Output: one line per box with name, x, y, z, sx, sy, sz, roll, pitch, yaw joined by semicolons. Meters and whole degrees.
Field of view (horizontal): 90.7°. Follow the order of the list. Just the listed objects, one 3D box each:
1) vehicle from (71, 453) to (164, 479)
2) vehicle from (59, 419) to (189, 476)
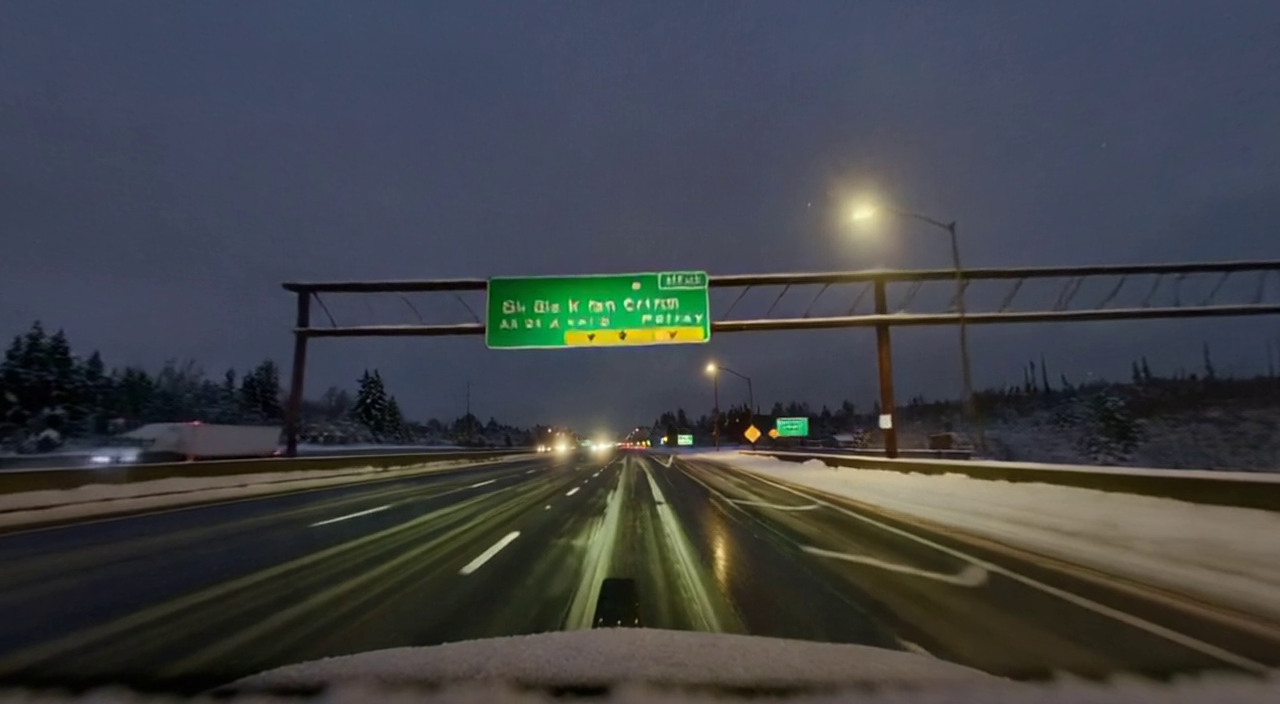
vehicle;-32.480;7.081;39.534;1.820;1.473;4.740;0;-8;0
vehicle;-39.609;7.374;49.099;3.028;3.981;8.242;0;-8;0
